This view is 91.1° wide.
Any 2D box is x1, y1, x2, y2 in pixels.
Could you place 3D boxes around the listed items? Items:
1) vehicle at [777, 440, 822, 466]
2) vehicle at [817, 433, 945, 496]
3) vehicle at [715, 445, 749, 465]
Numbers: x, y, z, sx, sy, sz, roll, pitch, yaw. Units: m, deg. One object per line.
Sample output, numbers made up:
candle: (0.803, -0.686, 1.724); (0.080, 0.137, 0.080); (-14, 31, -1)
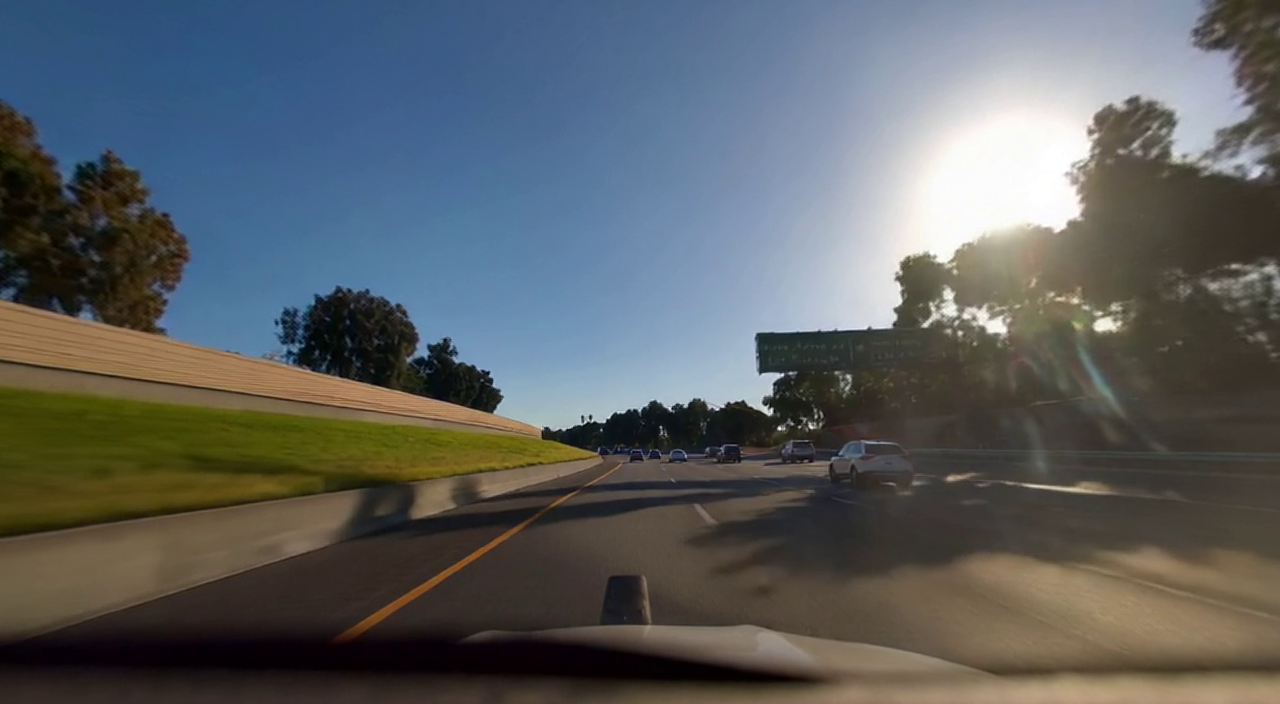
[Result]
vehicle: (11.001, 6.965, 43.473); (1.986, 1.644, 4.126); (0, -8, -1)
vehicle: (7.188, 3.387, 19.336); (2.048, 1.697, 4.689); (0, -8, 0)
vehicle: (7.067, 7.937, 48.446); (1.940, 1.482, 3.644); (0, -8, -2)
